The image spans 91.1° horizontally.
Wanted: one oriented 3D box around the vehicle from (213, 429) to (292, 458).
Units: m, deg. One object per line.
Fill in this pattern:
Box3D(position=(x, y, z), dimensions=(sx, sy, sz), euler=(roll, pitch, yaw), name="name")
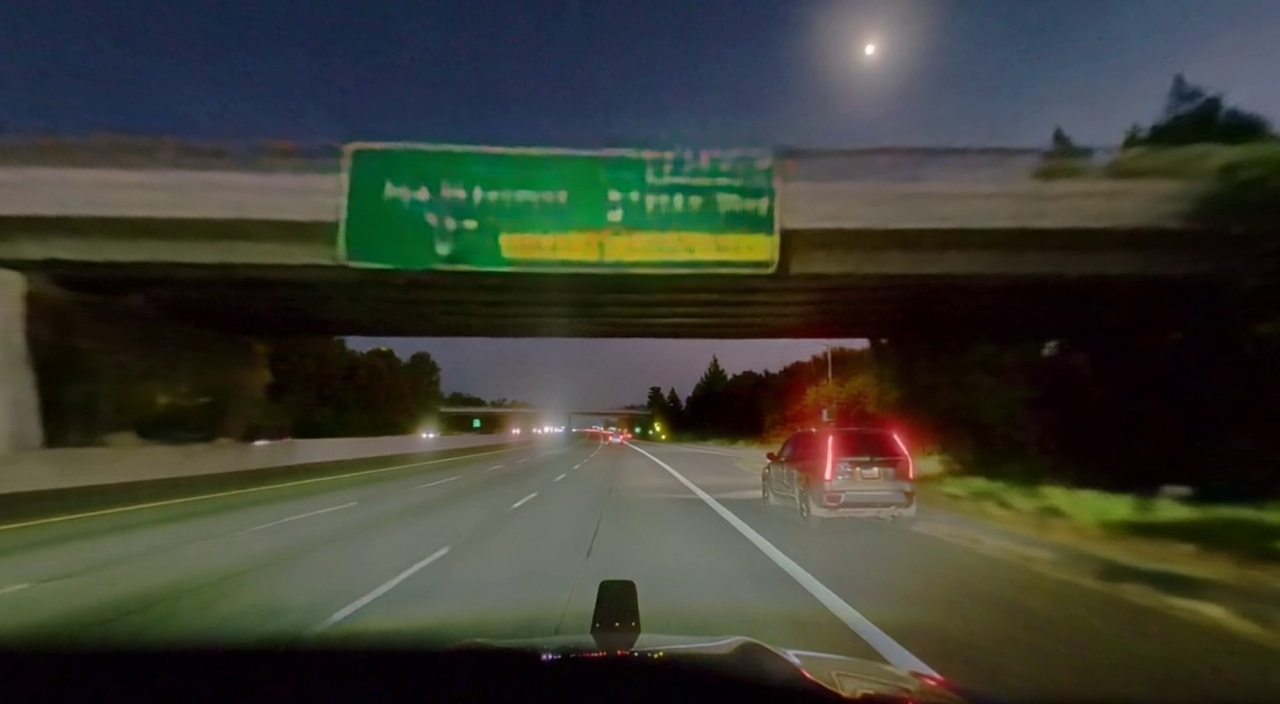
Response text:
Box3D(position=(-21.948, 5.190, 35.817), dimensions=(1.919, 1.535, 4.259), euler=(0, -8, -2), name="vehicle")
